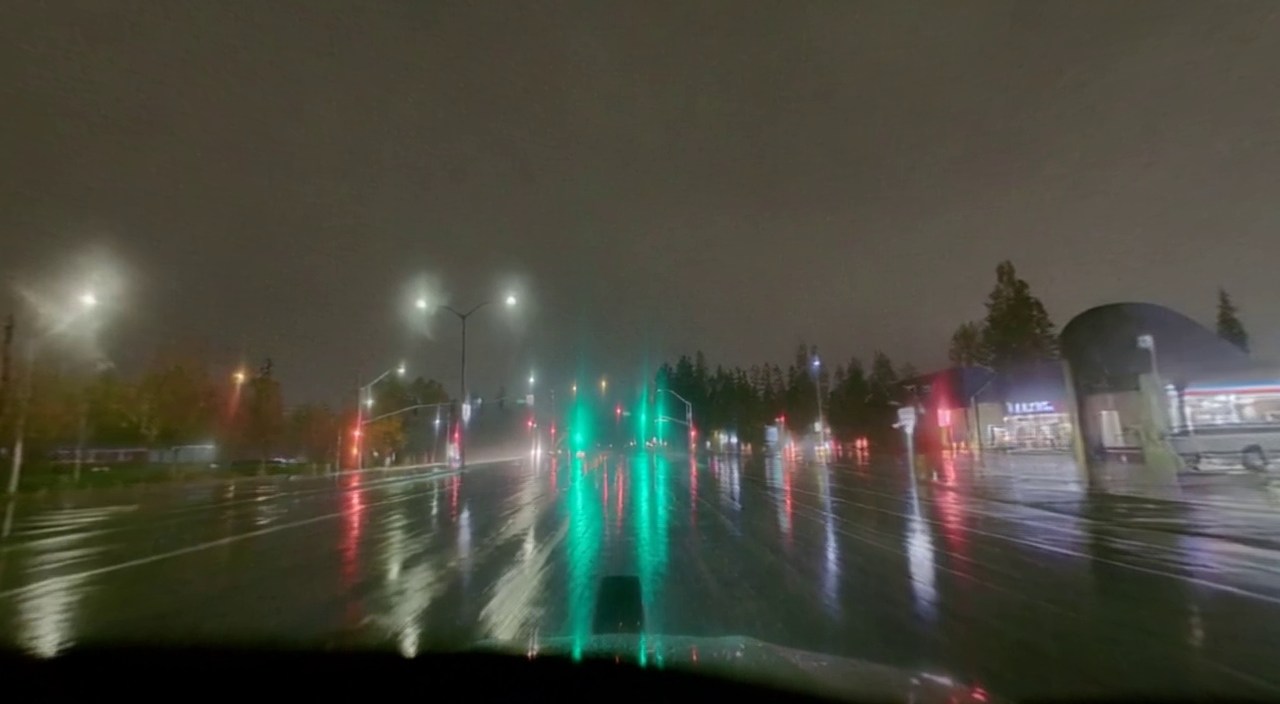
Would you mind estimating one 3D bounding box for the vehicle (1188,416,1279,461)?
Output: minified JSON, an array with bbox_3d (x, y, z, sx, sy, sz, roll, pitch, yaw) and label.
[{"bbox_3d":[20.909,2.885,21.093,3.526,1.430,1.698,0,-9,1],"label":"vehicle"}]
